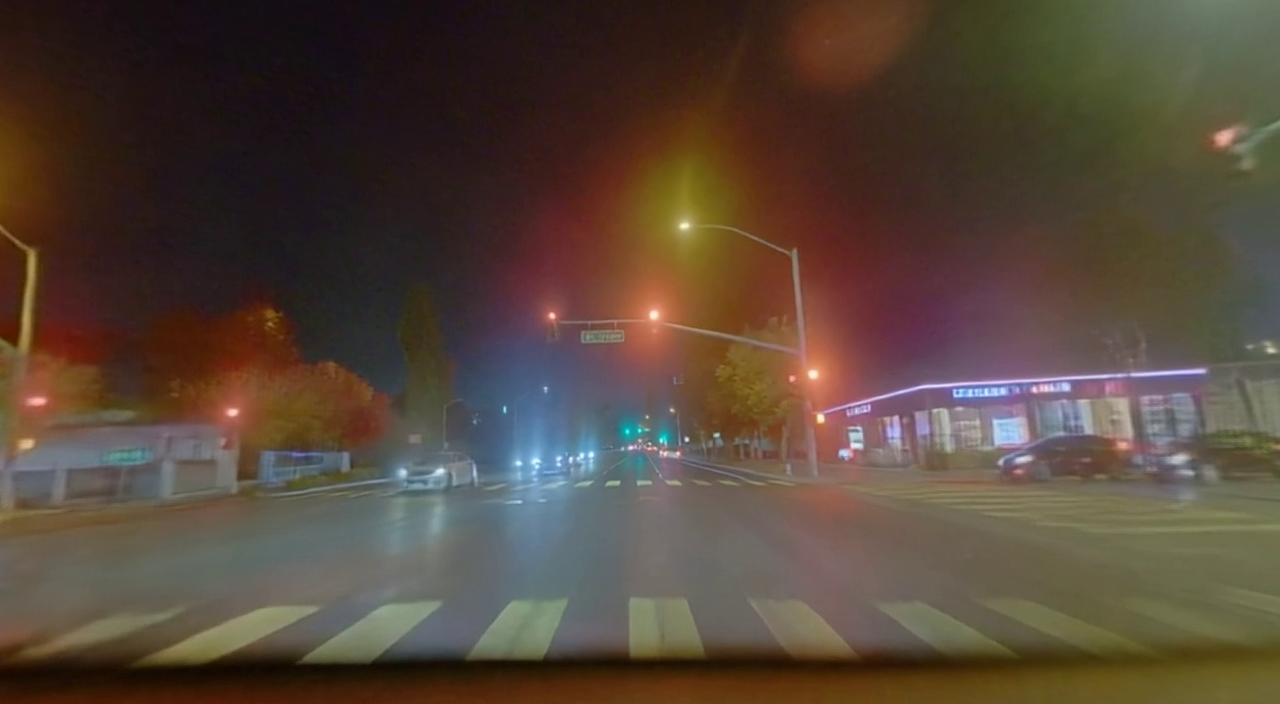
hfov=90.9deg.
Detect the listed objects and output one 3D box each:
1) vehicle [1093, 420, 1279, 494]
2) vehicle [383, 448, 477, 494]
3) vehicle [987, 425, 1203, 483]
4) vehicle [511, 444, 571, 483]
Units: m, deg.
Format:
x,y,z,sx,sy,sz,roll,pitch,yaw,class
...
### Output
x,y,z,sx,sy,sz,roll,pitch,yaw,class
14.196,2.509,15.429,4.634,1.449,1.936,-3,-7,0,vehicle
-7.598,4.323,23.287,1.974,1.521,4.197,0,-9,0,vehicle
13.224,2.995,18.592,4.668,1.568,2.111,0,-8,2,vehicle
-4.696,5.304,30.384,2.070,1.481,4.266,-5,-7,0,vehicle
